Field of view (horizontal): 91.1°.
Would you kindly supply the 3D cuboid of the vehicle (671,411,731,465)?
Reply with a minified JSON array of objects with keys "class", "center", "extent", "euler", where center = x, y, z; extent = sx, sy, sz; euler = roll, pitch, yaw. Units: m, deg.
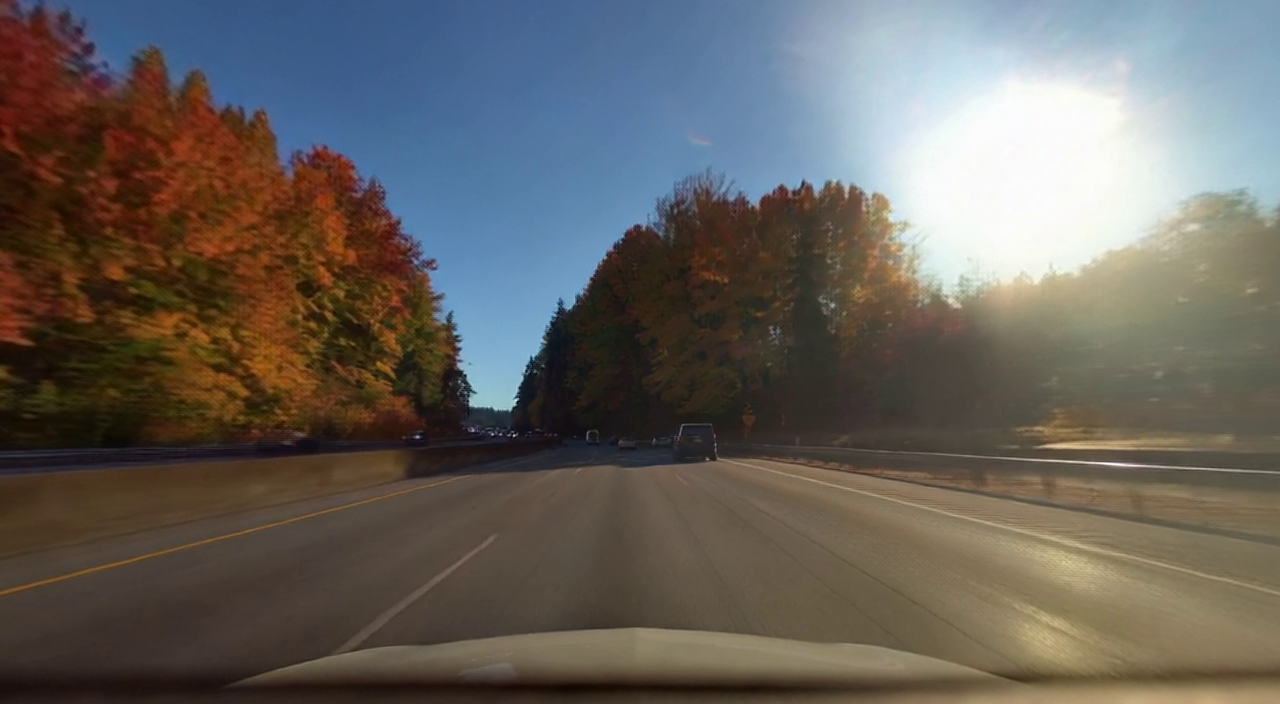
[{"class":"vehicle","center":[3.093,4.534,33.221],"extent":[2.411,2.614,5.781],"euler":[0,-8,-1]}]
